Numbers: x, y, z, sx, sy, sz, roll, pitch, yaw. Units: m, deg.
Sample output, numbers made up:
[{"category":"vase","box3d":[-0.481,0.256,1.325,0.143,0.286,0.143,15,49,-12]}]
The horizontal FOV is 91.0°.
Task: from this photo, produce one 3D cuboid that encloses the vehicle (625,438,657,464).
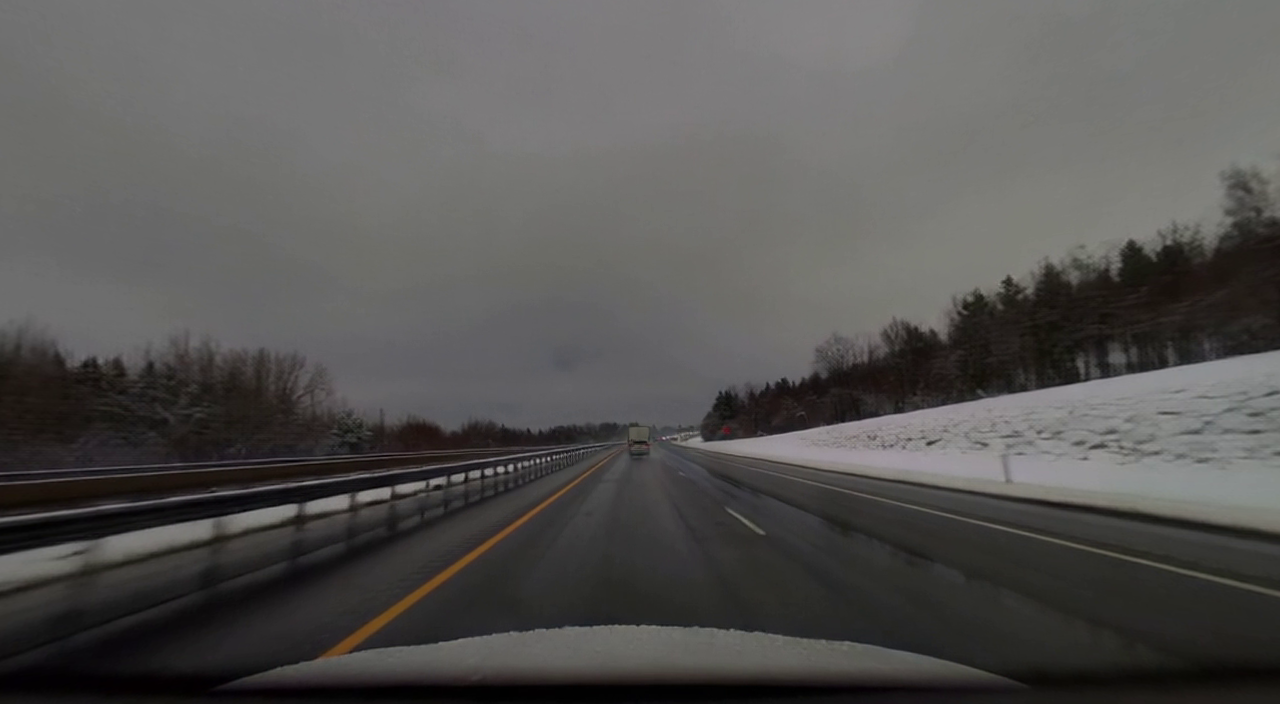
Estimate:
[{"category":"vehicle","box3d":[0.035,6.790,43.234,2.059,1.696,4.165,0,-8,-1]}]
